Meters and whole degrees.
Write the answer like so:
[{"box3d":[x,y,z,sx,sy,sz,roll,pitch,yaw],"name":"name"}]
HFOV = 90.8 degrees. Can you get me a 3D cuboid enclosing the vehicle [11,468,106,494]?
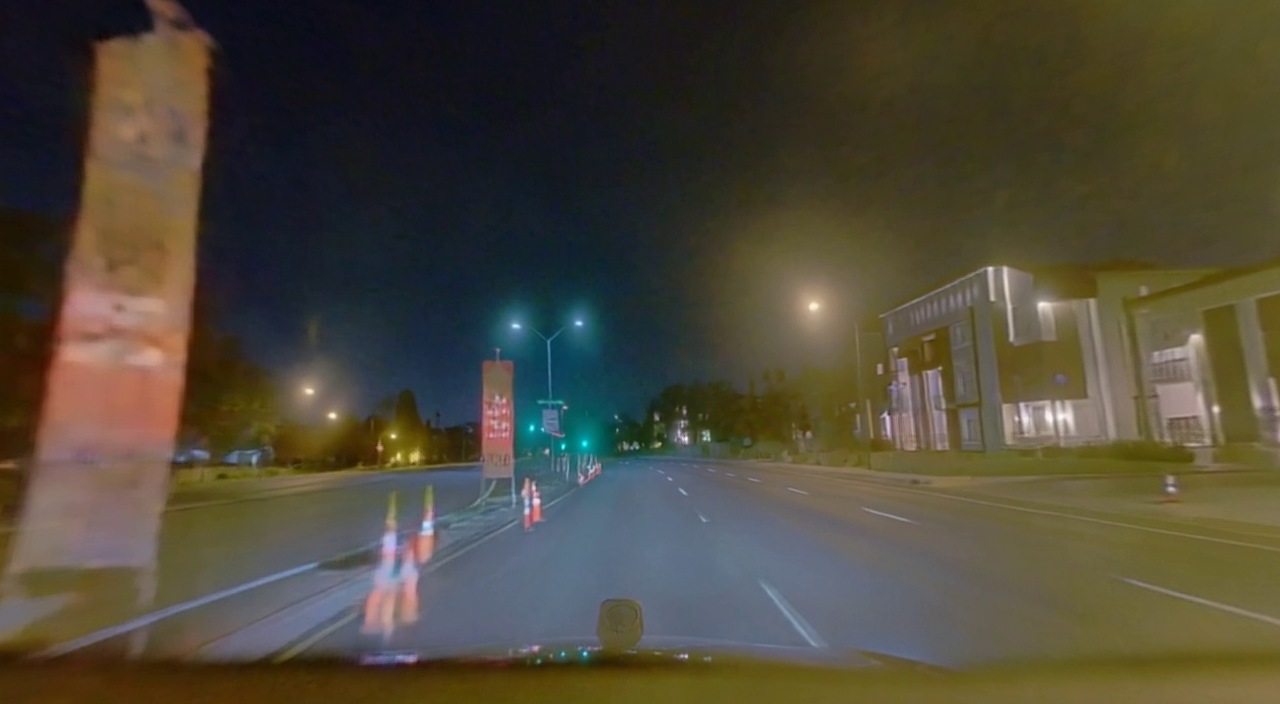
[{"box3d":[-33.665,7.458,36.651,3.512,1.321,1.874,0,-9,-3],"name":"vehicle"}]
